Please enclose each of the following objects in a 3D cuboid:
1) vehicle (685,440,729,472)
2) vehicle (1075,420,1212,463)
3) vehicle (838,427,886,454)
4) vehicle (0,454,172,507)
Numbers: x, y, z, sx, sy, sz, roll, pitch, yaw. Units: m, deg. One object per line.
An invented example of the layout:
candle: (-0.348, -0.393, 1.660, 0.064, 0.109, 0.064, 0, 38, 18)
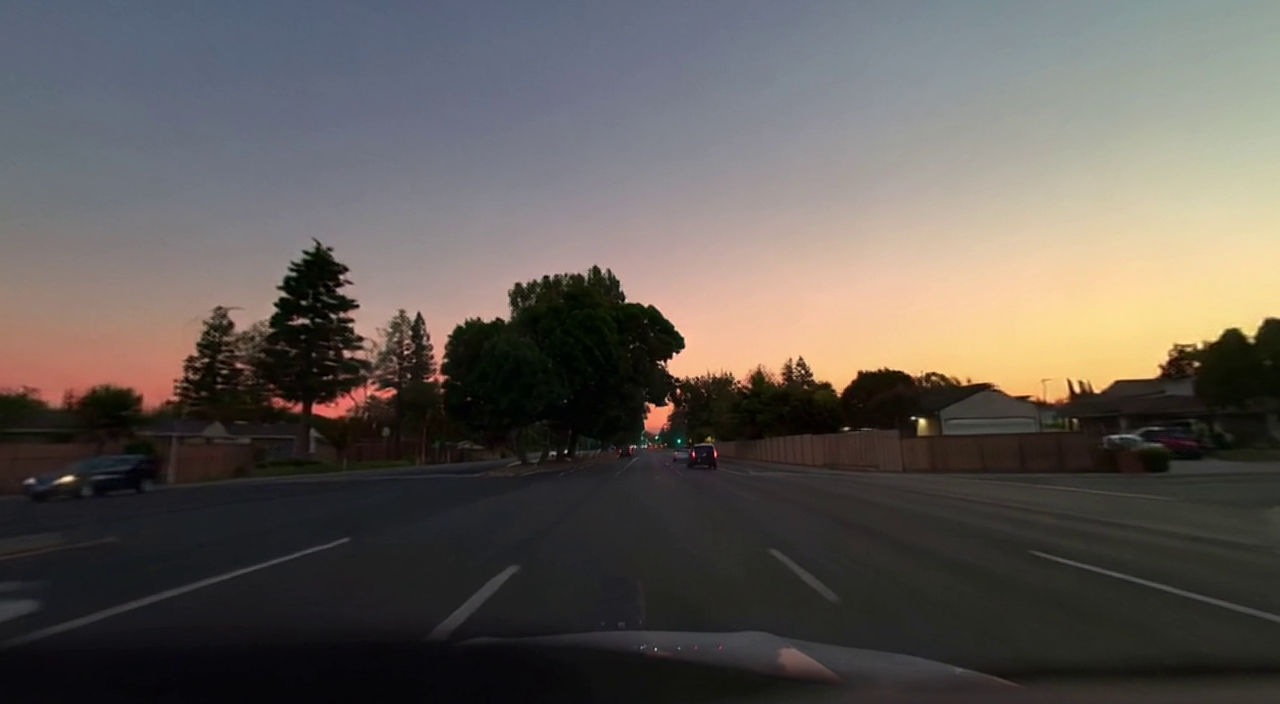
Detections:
vehicle: (3.974, 6.187, 37.871, 2.114, 1.780, 4.445, 0, -8, 0)
vehicle: (25.272, 4.565, 32.045, 2.198, 1.973, 5.805, 0, -8, 0)
vehicle: (15.921, 6.387, 45.446, 2.084, 1.868, 5.067, -1, -8, 6)
vehicle: (-17.425, 3.905, 19.417, 4.351, 1.489, 1.890, 1, -8, -5)
